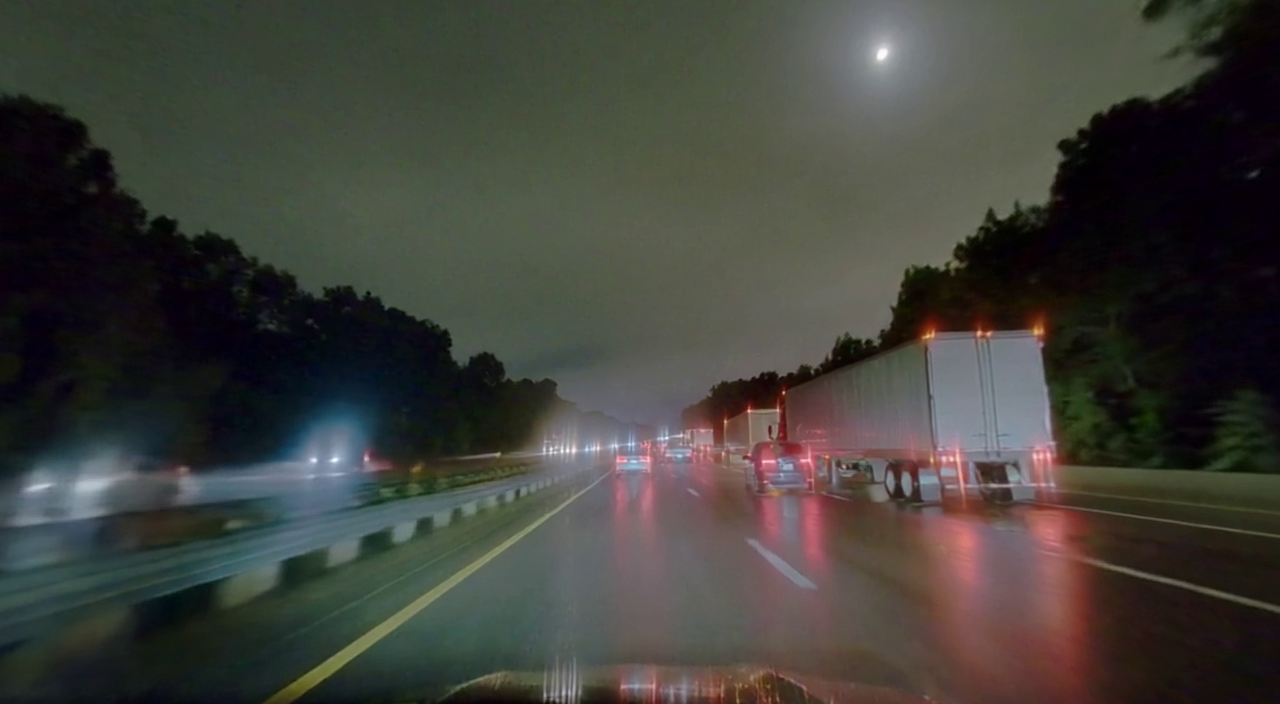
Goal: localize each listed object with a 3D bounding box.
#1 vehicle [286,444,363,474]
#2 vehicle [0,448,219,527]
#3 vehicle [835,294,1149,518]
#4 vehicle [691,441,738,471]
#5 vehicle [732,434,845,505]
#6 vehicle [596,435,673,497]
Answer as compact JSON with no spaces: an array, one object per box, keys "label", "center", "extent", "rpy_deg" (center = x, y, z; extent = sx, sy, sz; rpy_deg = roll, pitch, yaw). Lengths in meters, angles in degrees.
[{"label":"vehicle","center":[-19.192,6.529,38.705],"extent":[2.139,1.674,4.733],"rpy_deg":[-1,-9,2]},{"label":"vehicle","center":[-12.070,2.941,14.289],"extent":[2.189,1.486,4.091],"rpy_deg":[0,-9,1]},{"label":"vehicle","center":[7.624,1.572,15.686],"extent":[2.823,4.063,8.485],"rpy_deg":[0,-9,0]},{"label":"vehicle","center":[4.192,5.941,36.161],"extent":[2.150,1.632,4.260],"rpy_deg":[0,-9,-1]},{"label":"vehicle","center":[3.672,2.967,16.328],"extent":[1.920,1.594,3.867],"rpy_deg":[0,-9,-1]},{"label":"vehicle","center":[-0.128,3.280,18.449],"extent":[2.023,1.618,3.628],"rpy_deg":[0,-9,1]}]
